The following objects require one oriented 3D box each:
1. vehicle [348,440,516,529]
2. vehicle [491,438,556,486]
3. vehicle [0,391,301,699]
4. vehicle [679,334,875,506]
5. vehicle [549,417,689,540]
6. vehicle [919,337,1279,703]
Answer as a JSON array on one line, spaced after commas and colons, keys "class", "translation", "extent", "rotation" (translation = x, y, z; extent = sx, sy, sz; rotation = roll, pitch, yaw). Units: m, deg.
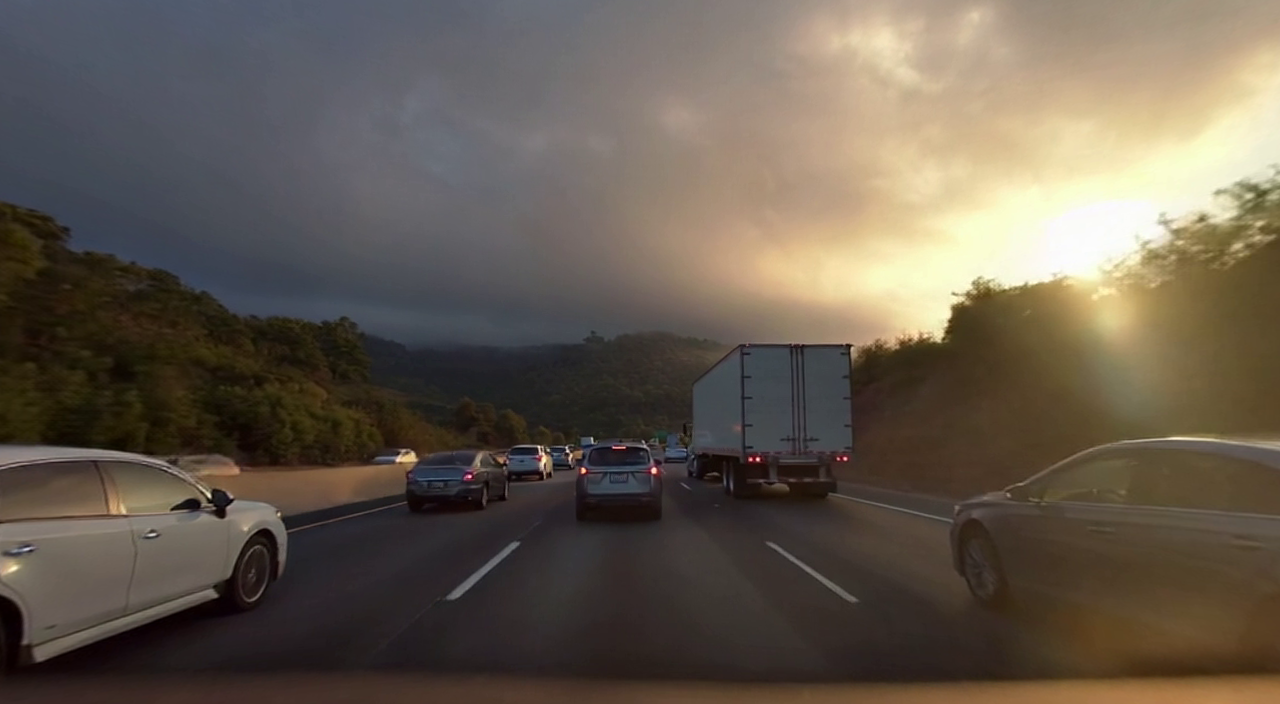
[{"class": "vehicle", "translation": [-3.986, 2.598, 12.957], "extent": [1.923, 1.503, 4.293], "rotation": [0, -9, 1]}, {"class": "vehicle", "translation": [-4.737, 4.554, 26.255], "extent": [1.959, 1.808, 3.790], "rotation": [0, -9, 0]}, {"class": "vehicle", "translation": [-4.299, 1.173, 4.271], "extent": [1.789, 1.620, 3.841], "rotation": [0, -9, 1]}, {"class": "vehicle", "translation": [3.734, 2.805, 22.877], "extent": [3.186, 4.111, 15.553], "rotation": [0, -9, -2]}, {"class": "vehicle", "translation": [-0.309, 2.181, 11.382], "extent": [2.037, 1.792, 4.194], "rotation": [0, -9, 0]}, {"class": "vehicle", "translation": [3.639, 0.964, 3.454], "extent": [2.076, 1.751, 4.666], "rotation": [0, -9, 0]}]
